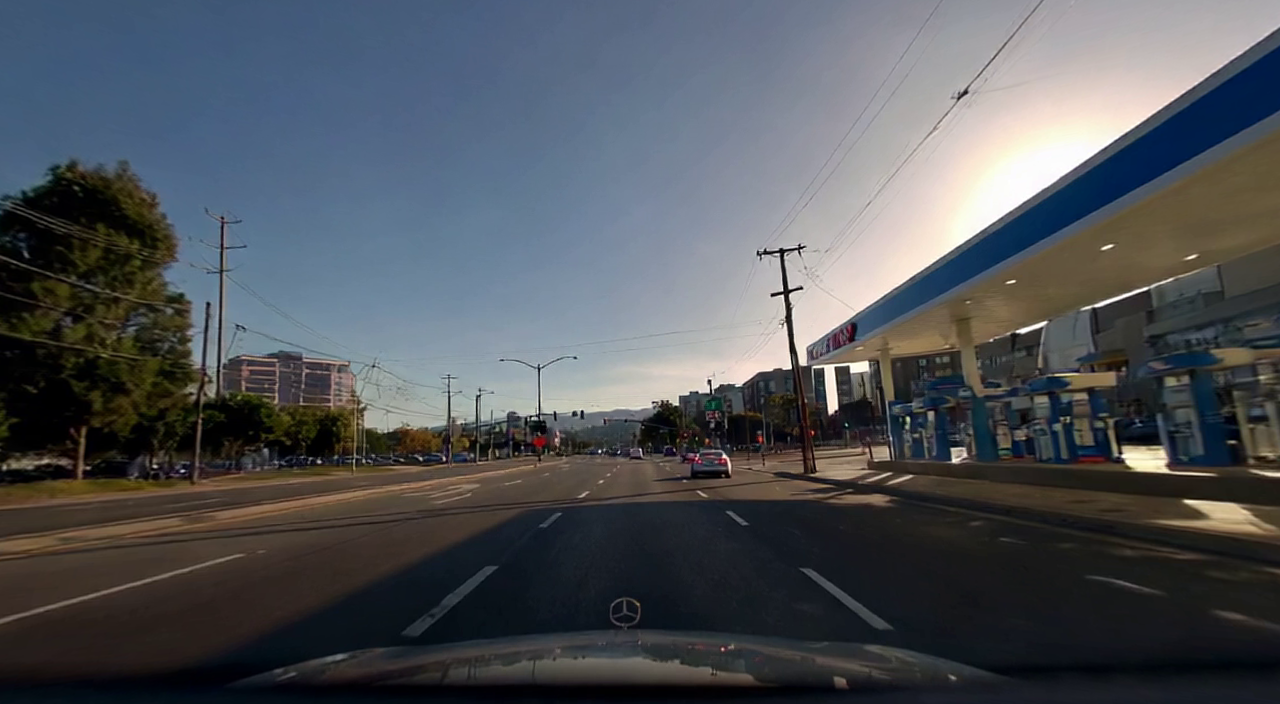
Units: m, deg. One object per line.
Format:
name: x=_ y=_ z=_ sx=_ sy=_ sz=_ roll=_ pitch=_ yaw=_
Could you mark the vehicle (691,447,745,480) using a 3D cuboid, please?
vehicle: x=3.812 y=5.558 z=31.715 sx=2.113 sy=1.470 sz=4.867 roll=0 pitch=-8 yaw=0
